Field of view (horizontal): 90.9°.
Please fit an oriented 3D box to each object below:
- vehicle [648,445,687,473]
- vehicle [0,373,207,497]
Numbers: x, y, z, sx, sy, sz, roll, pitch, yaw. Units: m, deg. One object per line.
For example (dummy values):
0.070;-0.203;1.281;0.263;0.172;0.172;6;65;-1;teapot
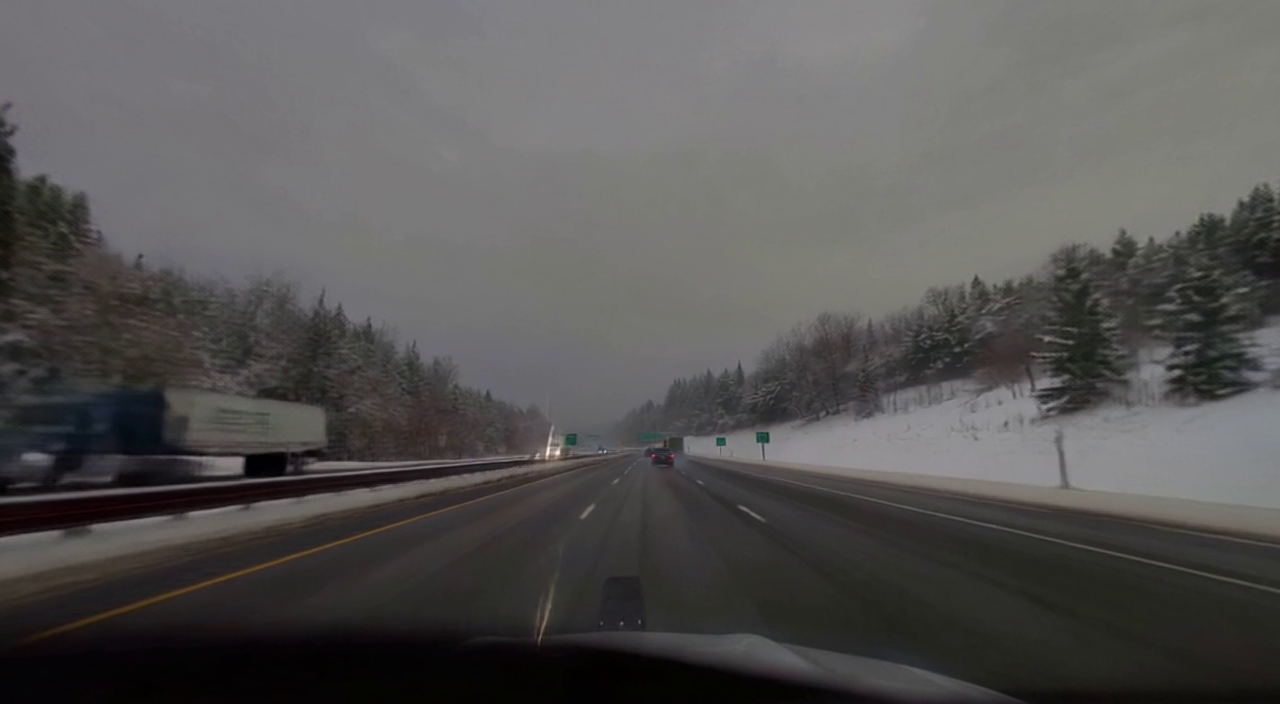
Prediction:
1.671;6.741;39.881;2.231;1.652;4.503;0;-9;0;vehicle
-19.369;3.025;22.649;3.144;3.853;5.859;0;-9;1;vehicle
